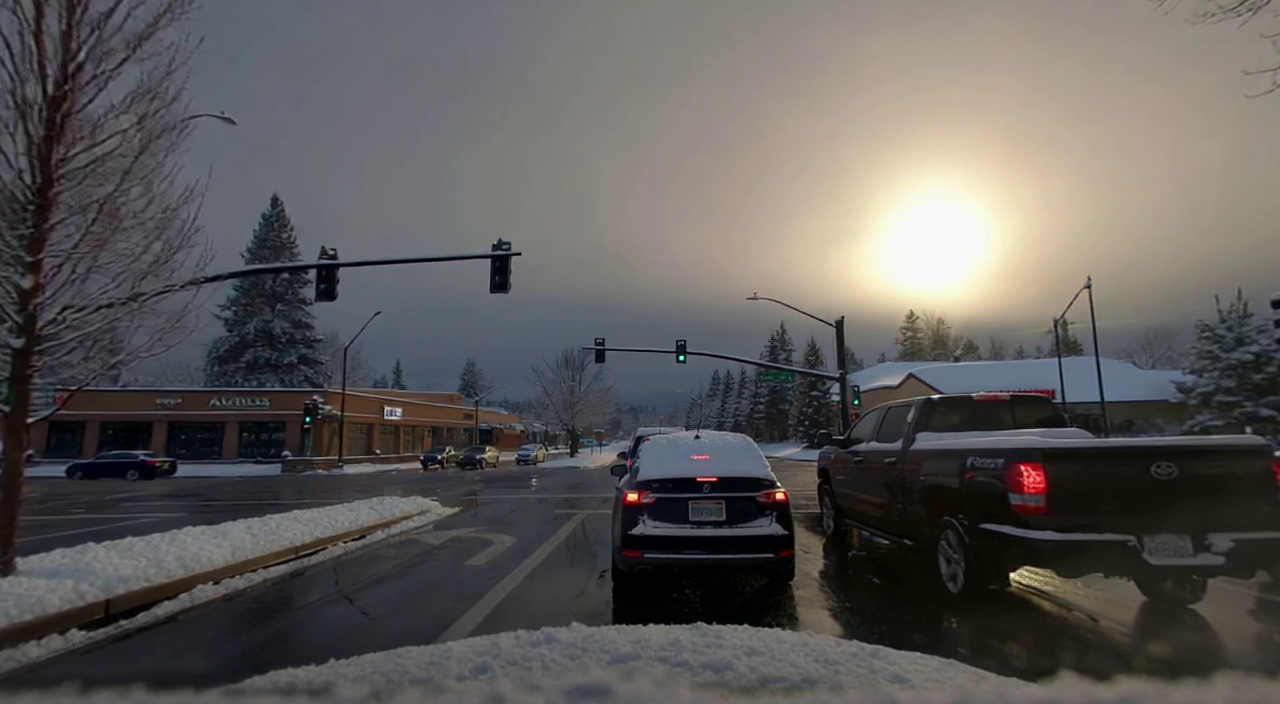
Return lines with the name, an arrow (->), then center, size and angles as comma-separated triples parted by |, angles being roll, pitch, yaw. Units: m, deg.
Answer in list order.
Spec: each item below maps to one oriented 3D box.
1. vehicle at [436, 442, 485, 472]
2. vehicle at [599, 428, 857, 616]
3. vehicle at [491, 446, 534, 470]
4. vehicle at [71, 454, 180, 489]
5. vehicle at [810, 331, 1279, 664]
vehicle -> -11.865, 6.936, 41.908 | 1.991, 1.844, 4.393 | 0, -8, -1
vehicle -> 0.618, 1.614, 6.910 | 2.038, 1.447, 3.756 | 0, -8, -2
vehicle -> -8.455, 7.064, 42.179 | 2.002, 1.469, 4.301 | 0, -8, -1
vehicle -> -29.083, 6.728, 35.690 | 4.789, 1.828, 2.025 | -2, -9, 10
vehicle -> 3.794, 1.290, 6.748 | 2.358, 2.116, 5.328 | 0, -8, -1
